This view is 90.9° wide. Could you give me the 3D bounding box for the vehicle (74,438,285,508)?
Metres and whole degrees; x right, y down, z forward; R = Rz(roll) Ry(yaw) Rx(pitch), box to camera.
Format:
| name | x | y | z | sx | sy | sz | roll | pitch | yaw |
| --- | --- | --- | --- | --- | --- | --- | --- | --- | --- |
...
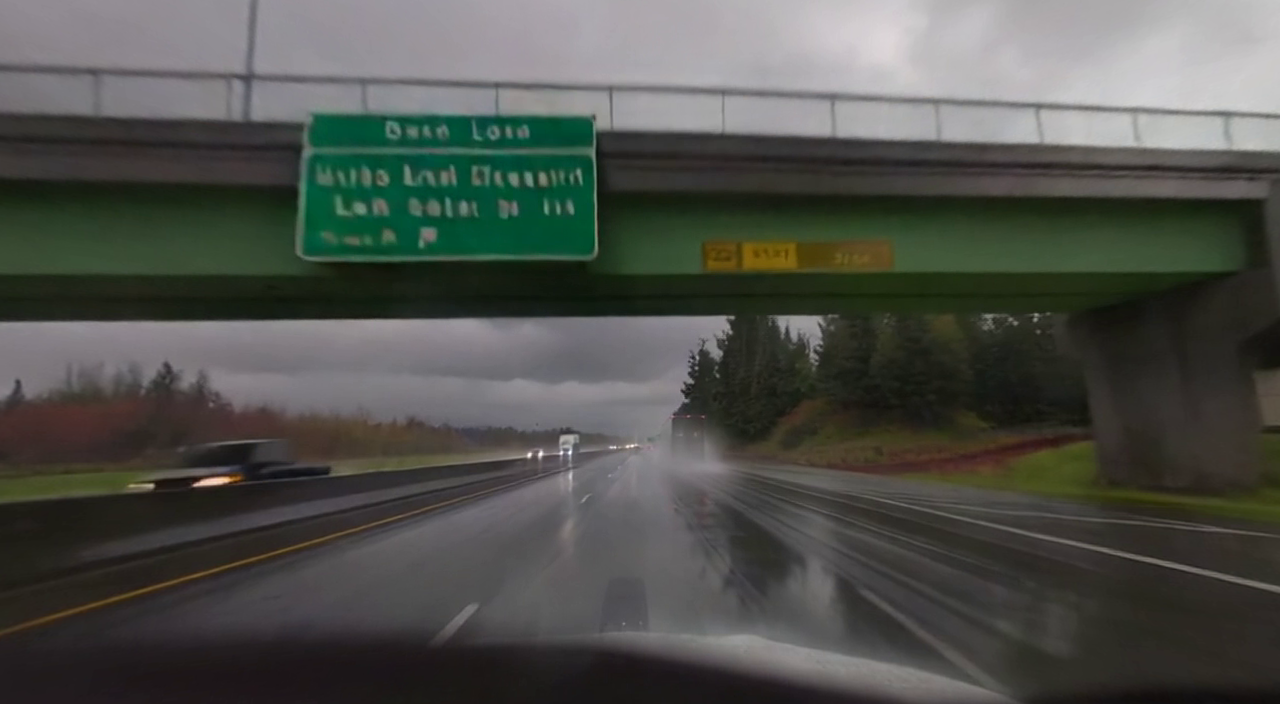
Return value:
| name | x | y | z | sx | sy | sz | roll | pitch | yaw |
| --- | --- | --- | --- | --- | --- | --- | --- | --- | --- |
| vehicle | -11.764 | 3.104 | 16.638 | 1.965 | 1.553 | 4.715 | 0 | -9 | 0 |
